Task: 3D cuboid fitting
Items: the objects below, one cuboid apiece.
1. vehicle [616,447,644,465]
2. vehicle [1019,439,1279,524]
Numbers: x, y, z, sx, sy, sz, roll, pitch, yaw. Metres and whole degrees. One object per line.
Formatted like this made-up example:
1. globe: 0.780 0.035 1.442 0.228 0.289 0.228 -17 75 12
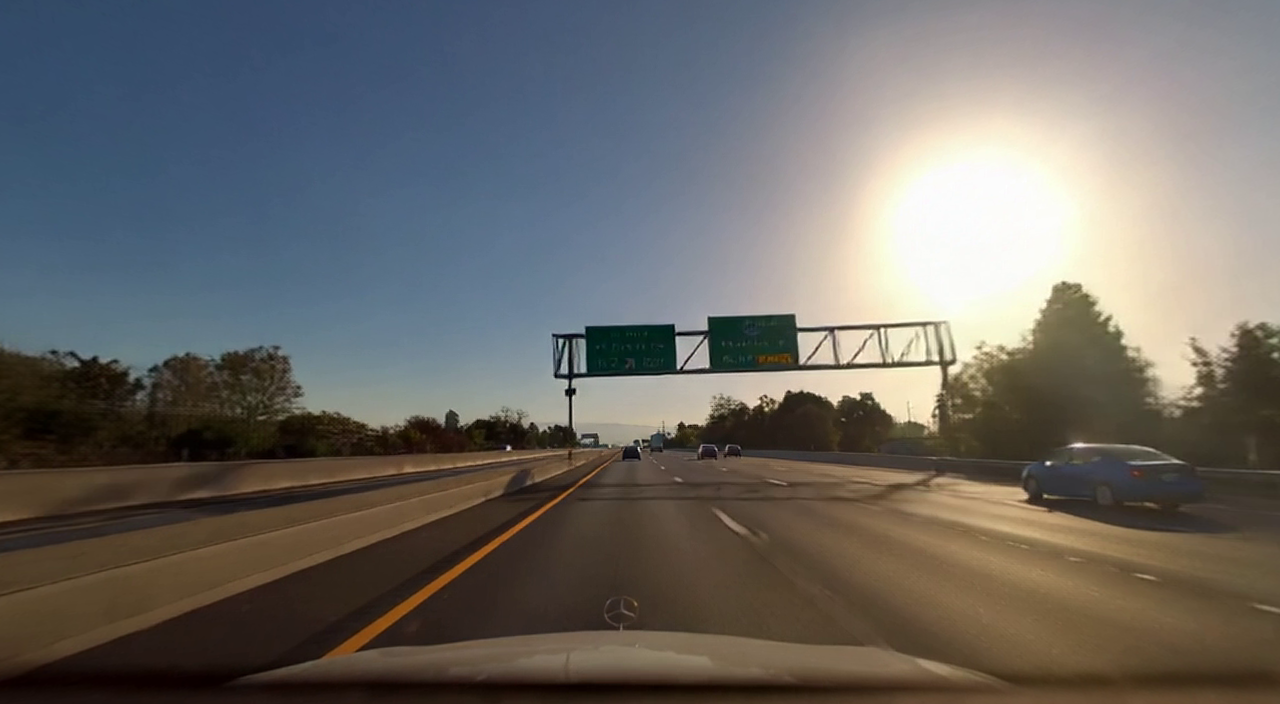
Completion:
1. vehicle: -0.695 7.812 47.722 2.004 1.259 3.781 0 -8 0
2. vehicle: 10.759 2.649 13.692 2.024 1.481 4.747 1 -8 -2
